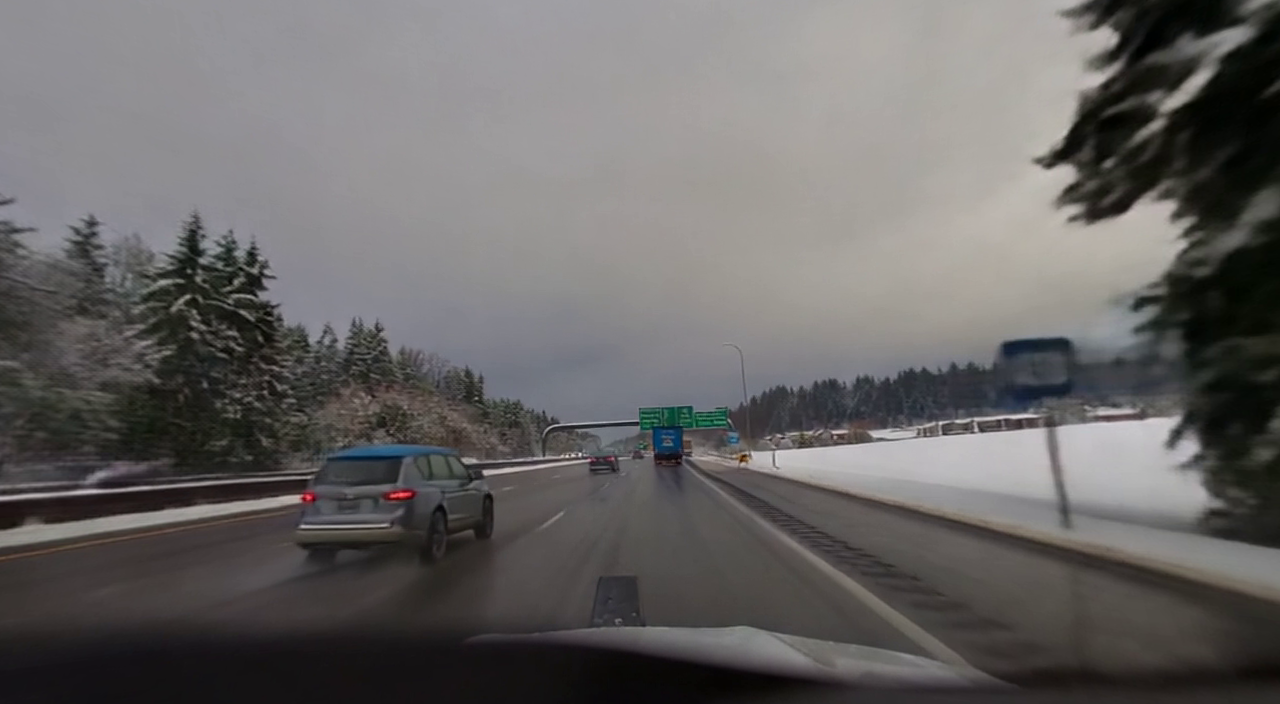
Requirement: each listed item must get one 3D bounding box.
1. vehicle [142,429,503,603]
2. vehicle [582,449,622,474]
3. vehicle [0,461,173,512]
[{"bbox_3d":[-3.359,1.835,8.005,2.039,1.532,4.610,-1,-9,2],"label":"vehicle"},{"bbox_3d":[-2.296,6.795,39.177,2.045,1.430,3.951,-1,-9,3],"label":"vehicle"},{"bbox_3d":[-18.544,4.482,21.422,1.767,1.469,4.515,0,-9,2],"label":"vehicle"}]
